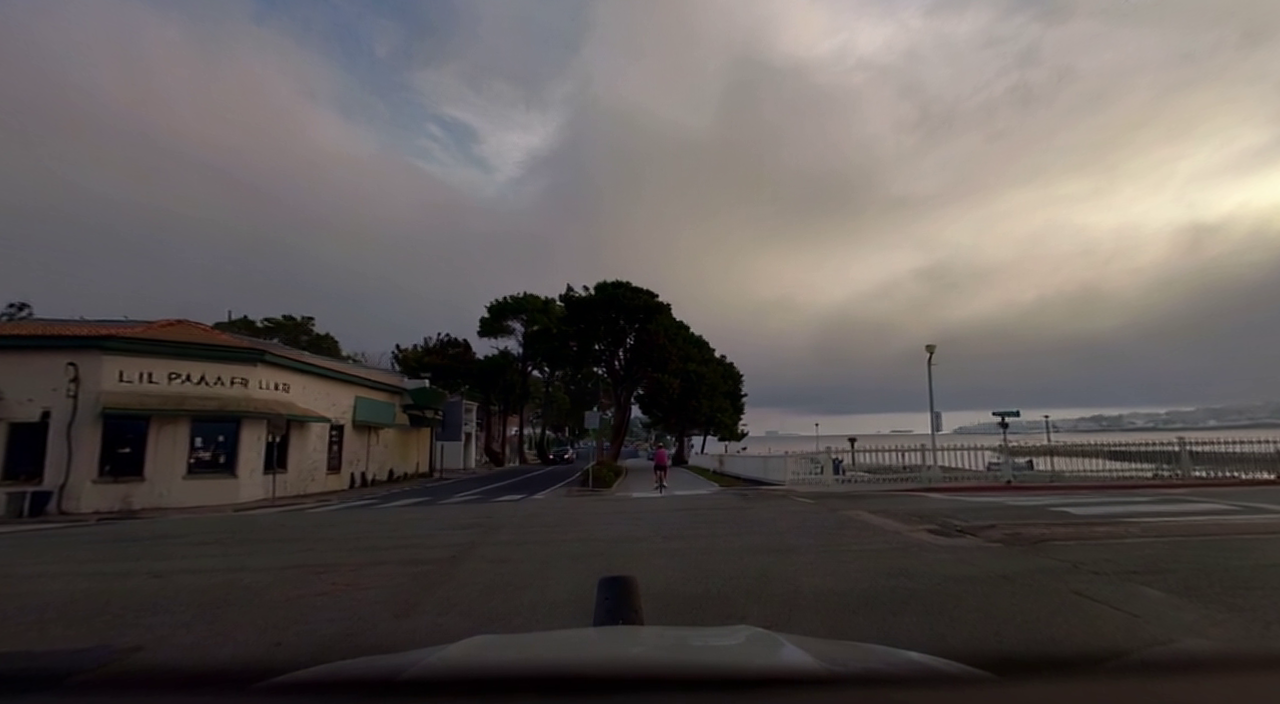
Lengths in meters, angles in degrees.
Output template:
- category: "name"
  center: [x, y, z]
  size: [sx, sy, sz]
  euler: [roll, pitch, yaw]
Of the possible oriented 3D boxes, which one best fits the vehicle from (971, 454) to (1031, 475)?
- category: "vehicle"
  center: [27.719, 8.616, 48.544]
  size: [3.794, 1.403, 1.636]
  euler: [0, -9, -15]
